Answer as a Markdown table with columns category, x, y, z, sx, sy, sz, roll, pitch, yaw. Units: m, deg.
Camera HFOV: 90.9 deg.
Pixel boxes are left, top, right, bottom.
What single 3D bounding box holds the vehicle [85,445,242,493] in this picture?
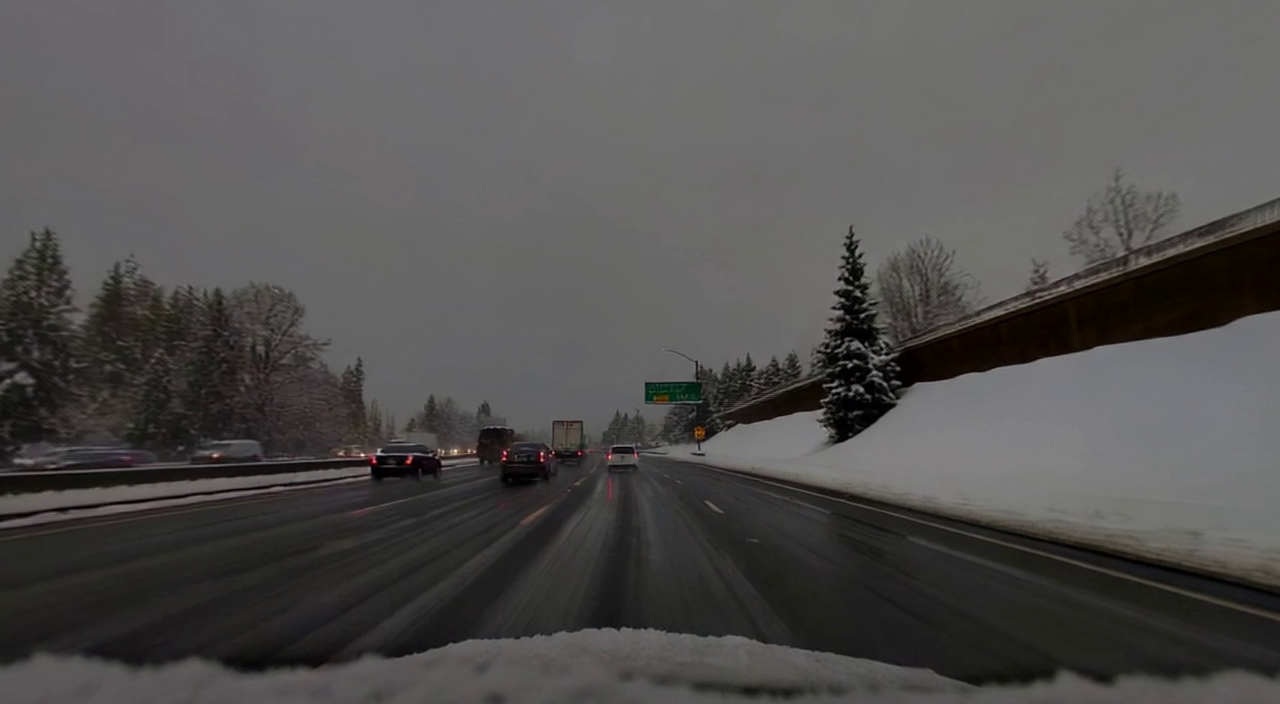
| category | x | y | z | sx | sy | sz | roll | pitch | yaw |
| --- | --- | --- | --- | --- | --- | --- | --- | --- | --- |
| vehicle | -16.129 | 3.943 | 21.734 | 1.932 | 1.448 | 4.507 | 0 | -8 | -1 |

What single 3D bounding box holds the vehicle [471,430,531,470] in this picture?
| category | x | y | z | sx | sy | sz | roll | pitch | yaw |
| --- | --- | --- | --- | --- | --- | --- | --- | --- | --- |
| vehicle | -8.982 | 6.396 | 41.381 | 2.773 | 2.402 | 6.232 | 0 | -8 | -3 |

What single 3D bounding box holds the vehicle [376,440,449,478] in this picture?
| category | x | y | z | sx | sy | sz | roll | pitch | yaw |
| --- | --- | --- | --- | --- | --- | --- | --- | --- | --- |
| vehicle | -11.861 | 5.580 | 33.247 | 2.079 | 1.807 | 5.187 | 0 | -8 | -2 |

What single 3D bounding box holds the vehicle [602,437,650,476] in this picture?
| category | x | y | z | sx | sy | sz | roll | pitch | yaw |
| --- | --- | --- | --- | --- | --- | --- | --- | --- | --- |
| vehicle | -0.670 | 4.838 | 29.373 | 2.092 | 1.671 | 3.772 | 0 | -8 | -2 |

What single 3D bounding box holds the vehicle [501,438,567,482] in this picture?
| category | x | y | z | sx | sy | sz | roll | pitch | yaw |
| --- | --- | --- | --- | --- | --- | --- | --- | --- | --- |
| vehicle | -4.209 | 4.370 | 25.784 | 2.005 | 1.631 | 4.295 | 0 | -8 | -1 |

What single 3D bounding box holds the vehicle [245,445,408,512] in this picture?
| category | x | y | z | sx | sy | sz | roll | pitch | yaw |
| --- | --- | --- | --- | --- | --- | --- | --- | --- | --- |
| vehicle | -7.764 | 3.125 | 16.217 | 1.896 | 1.465 | 4.399 | 0 | -8 | 0 |

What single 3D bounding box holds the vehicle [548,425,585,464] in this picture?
| category | x | y | z | sx | sy | sz | roll | pitch | yaw |
| --- | --- | --- | --- | --- | --- | --- | --- | --- | --- |
| vehicle | -5.343 | 6.856 | 46.646 | 2.279 | 2.672 | 5.256 | 0 | -8 | -2 |
